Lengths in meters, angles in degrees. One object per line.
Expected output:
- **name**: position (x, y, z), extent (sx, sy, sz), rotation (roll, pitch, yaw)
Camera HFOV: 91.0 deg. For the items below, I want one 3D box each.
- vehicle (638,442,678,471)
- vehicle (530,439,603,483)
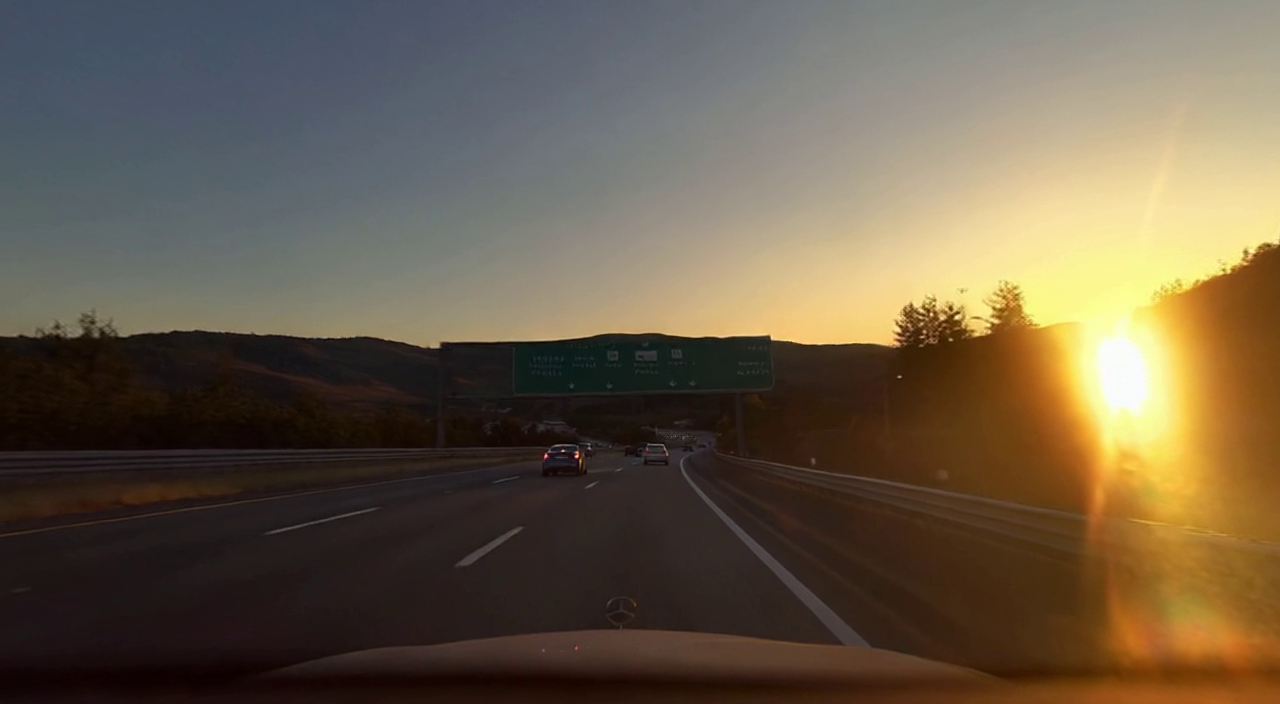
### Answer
- **vehicle**: position (1.060, 5.952, 36.011), extent (2.129, 1.502, 4.321), rotation (0, -9, 3)
- **vehicle**: position (-2.807, 4.300, 25.024), extent (2.129, 1.563, 4.387), rotation (-1, -9, 3)
